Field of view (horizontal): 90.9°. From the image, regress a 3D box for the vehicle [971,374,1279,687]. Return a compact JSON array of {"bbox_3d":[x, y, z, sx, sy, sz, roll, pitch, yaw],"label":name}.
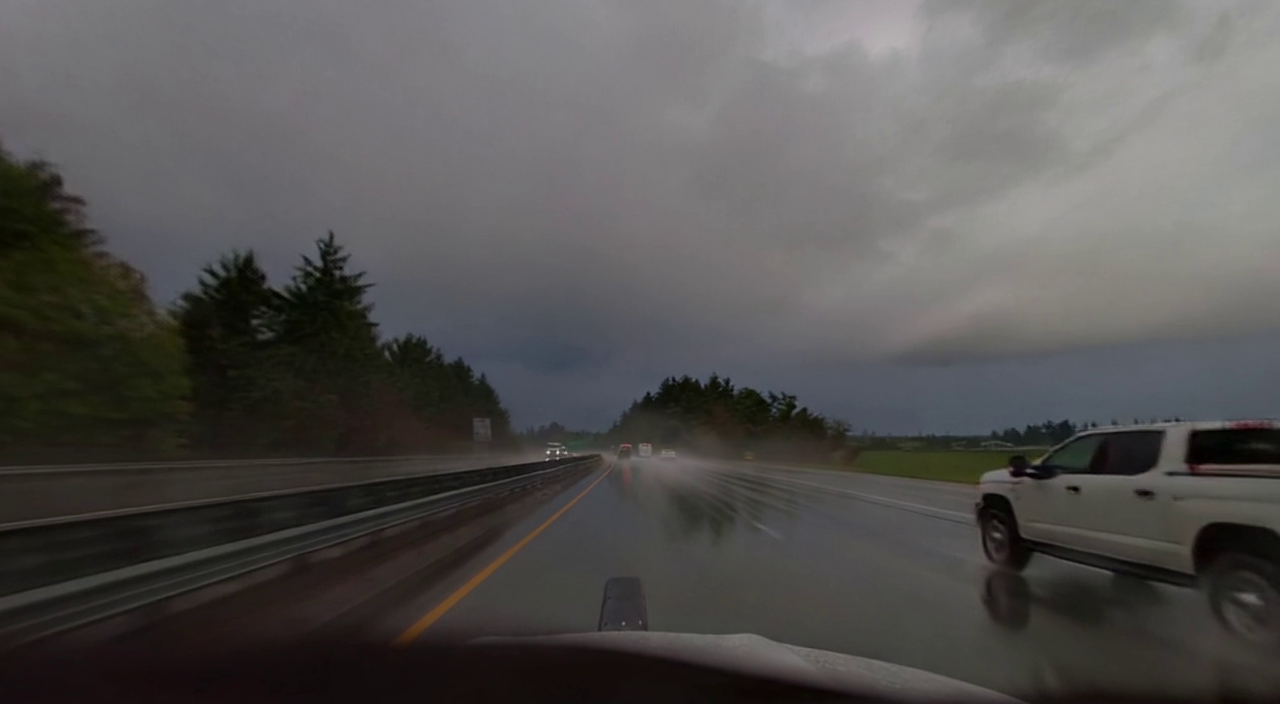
[{"bbox_3d":[4.407,1.085,4.234,1.933,1.663,4.440,0,-9,0],"label":"vehicle"}]
